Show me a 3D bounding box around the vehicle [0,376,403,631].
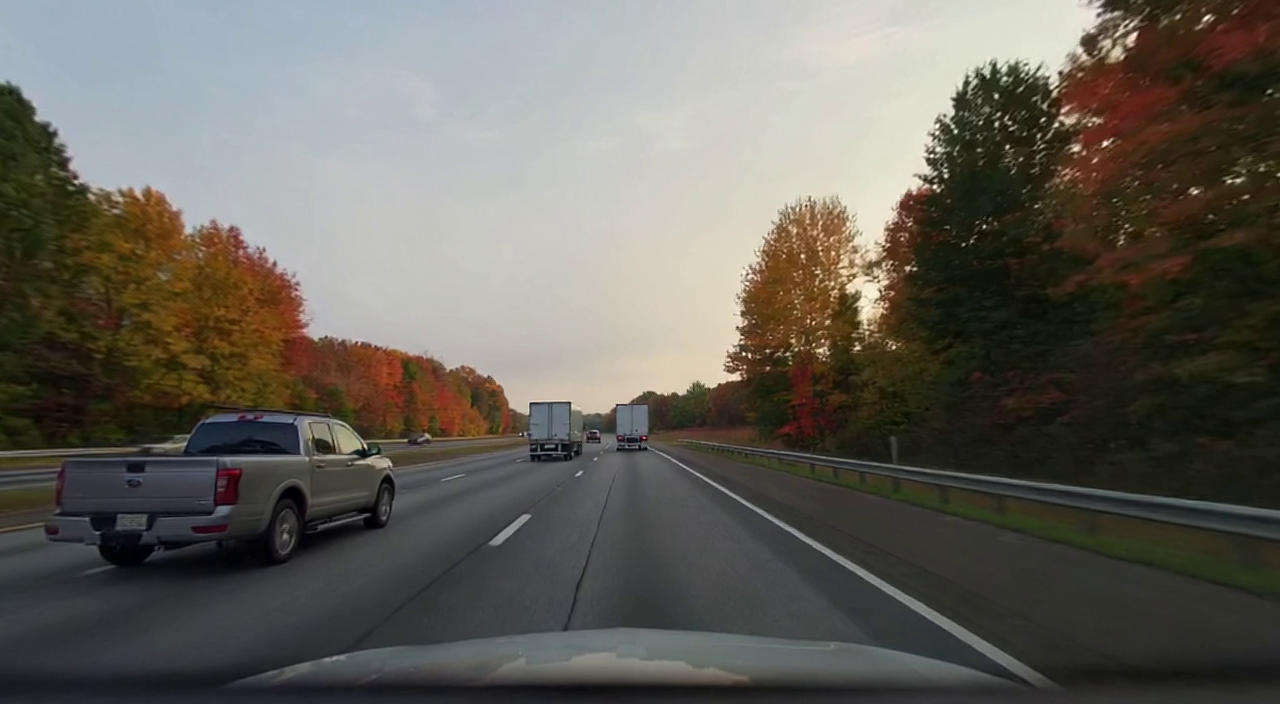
[{"bbox_3d":[-4.354,1.290,6.434,2.089,1.669,4.515,0,-8,0],"label":"vehicle"}]

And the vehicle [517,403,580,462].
[{"bbox_3d":[-4.548,4.157,32.347,2.383,2.726,5.677,0,-8,0],"label":"vehicle"}]
